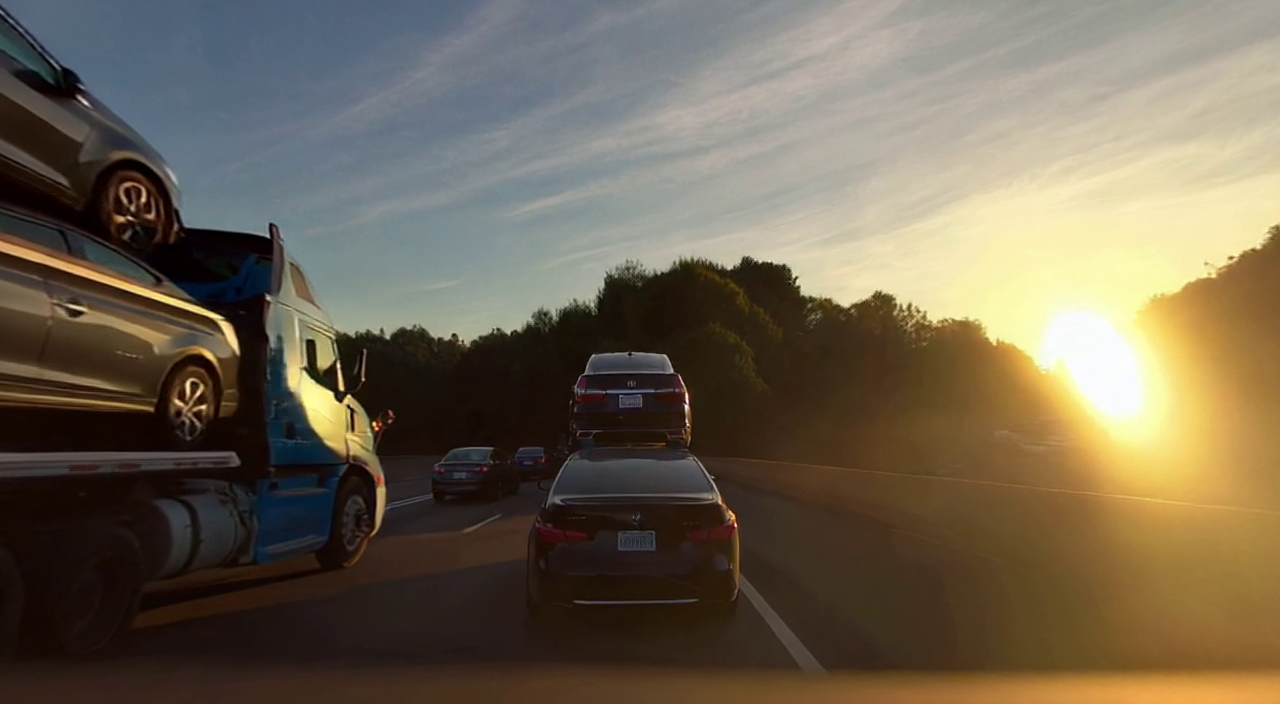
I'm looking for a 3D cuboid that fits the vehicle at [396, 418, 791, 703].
[{"bbox_3d":[-0.273,1.363,4.961,1.991,1.507,3.391,0,-9,-1],"label":"vehicle"}]

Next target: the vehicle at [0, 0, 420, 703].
[{"bbox_3d":[-4.584,0.348,5.822,2.963,3.836,6.016,0,-9,-1],"label":"vehicle"}]
